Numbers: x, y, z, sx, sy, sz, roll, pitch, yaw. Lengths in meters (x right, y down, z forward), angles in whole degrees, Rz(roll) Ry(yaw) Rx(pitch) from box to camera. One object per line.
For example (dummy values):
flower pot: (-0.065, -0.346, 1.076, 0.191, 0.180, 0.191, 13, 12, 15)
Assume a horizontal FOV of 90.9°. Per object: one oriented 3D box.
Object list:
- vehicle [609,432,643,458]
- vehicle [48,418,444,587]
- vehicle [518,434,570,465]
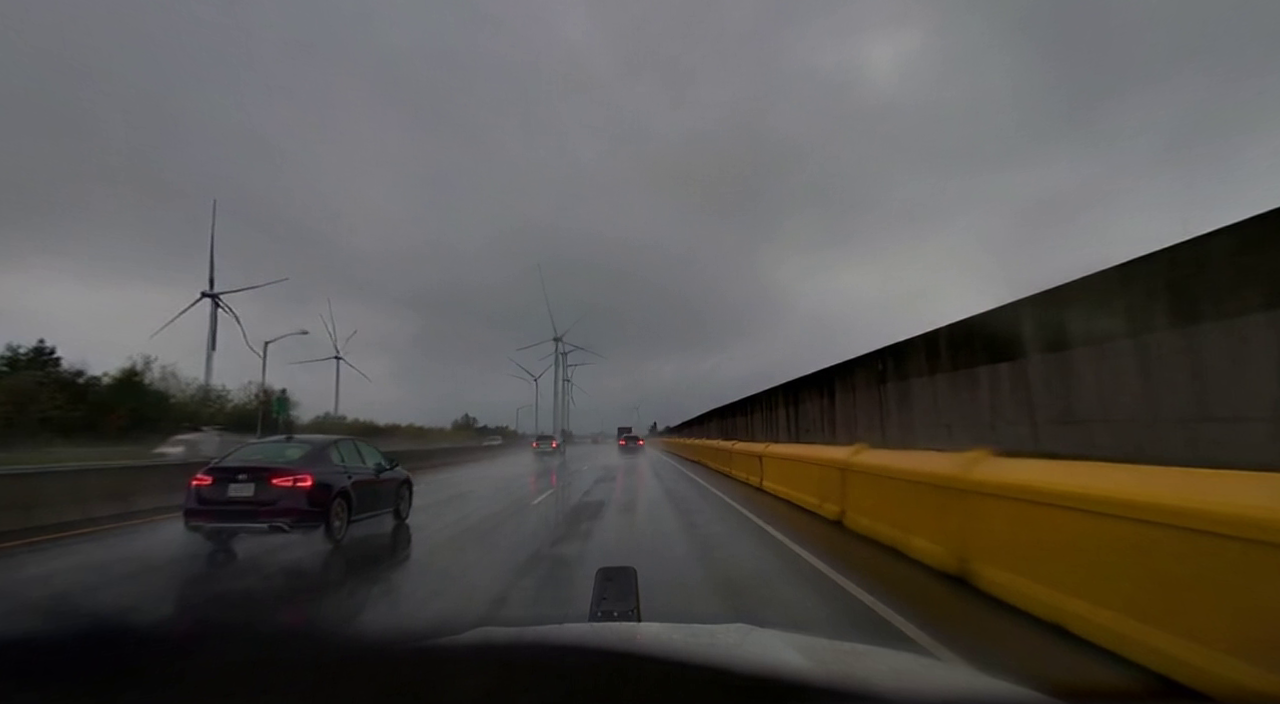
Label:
vehicle: (-0.830, 5.734, 38.936, 2.027, 1.550, 3.607, 0, -8, -1)
vehicle: (-4.172, 1.630, 7.880, 1.998, 1.468, 4.635, 0, -8, -1)
vehicle: (-4.761, 4.908, 31.928, 2.059, 1.436, 3.802, 0, -8, 0)
